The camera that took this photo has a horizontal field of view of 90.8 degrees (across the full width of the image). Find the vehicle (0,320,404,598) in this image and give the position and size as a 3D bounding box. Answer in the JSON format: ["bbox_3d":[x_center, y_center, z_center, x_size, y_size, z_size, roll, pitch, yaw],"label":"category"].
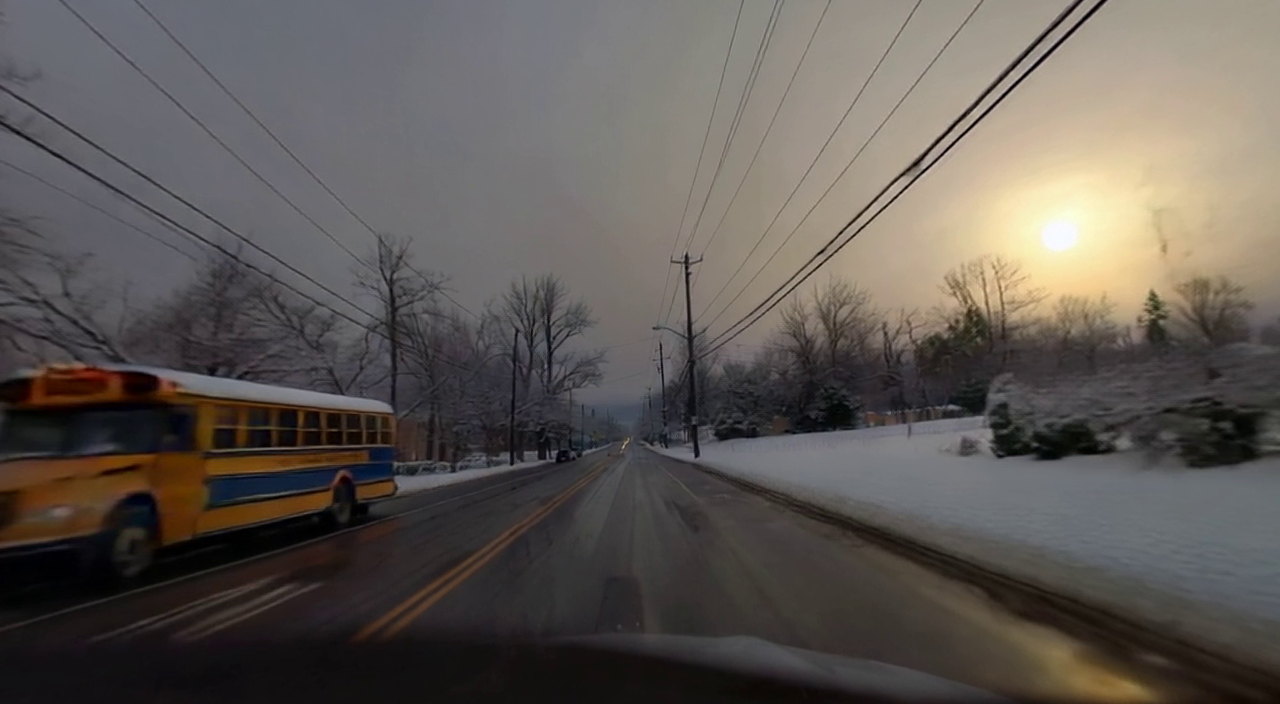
[{"bbox_3d":[-6.692,1.620,10.165,2.835,2.876,7.091,-1,-9,2],"label":"vehicle"}]
